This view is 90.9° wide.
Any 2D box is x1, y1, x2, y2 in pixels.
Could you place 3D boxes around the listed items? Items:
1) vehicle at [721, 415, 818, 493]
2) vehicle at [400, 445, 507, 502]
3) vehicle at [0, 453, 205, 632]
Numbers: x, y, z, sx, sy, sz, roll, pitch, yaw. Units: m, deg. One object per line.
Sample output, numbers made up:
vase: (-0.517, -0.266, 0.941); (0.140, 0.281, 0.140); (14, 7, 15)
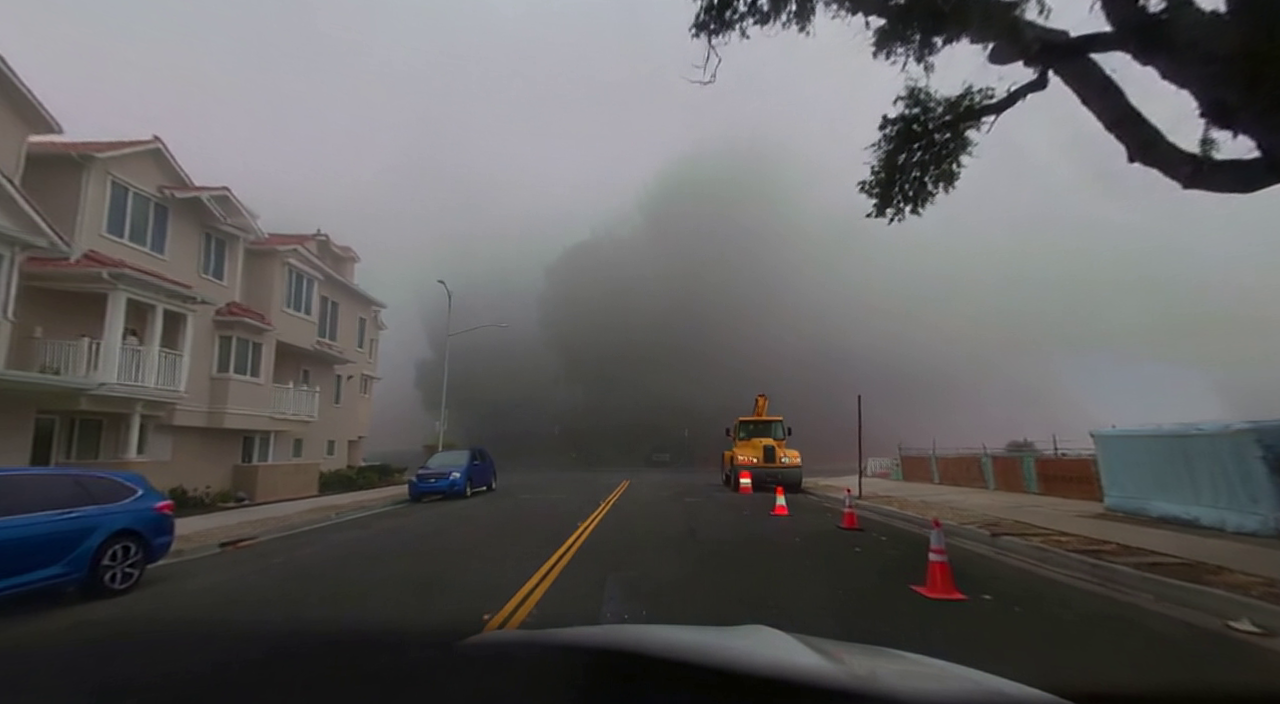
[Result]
vehicle: (4.644, 3.753, 23.219); (2.501, 2.613, 3.505); (1, -9, -6)
vehicle: (-6.431, 4.213, 22.425); (2.220, 1.765, 4.799); (0, -8, 1)
vehicle: (-6.496, 1.667, 5.419); (1.974, 1.479, 4.888); (0, -8, 1)
